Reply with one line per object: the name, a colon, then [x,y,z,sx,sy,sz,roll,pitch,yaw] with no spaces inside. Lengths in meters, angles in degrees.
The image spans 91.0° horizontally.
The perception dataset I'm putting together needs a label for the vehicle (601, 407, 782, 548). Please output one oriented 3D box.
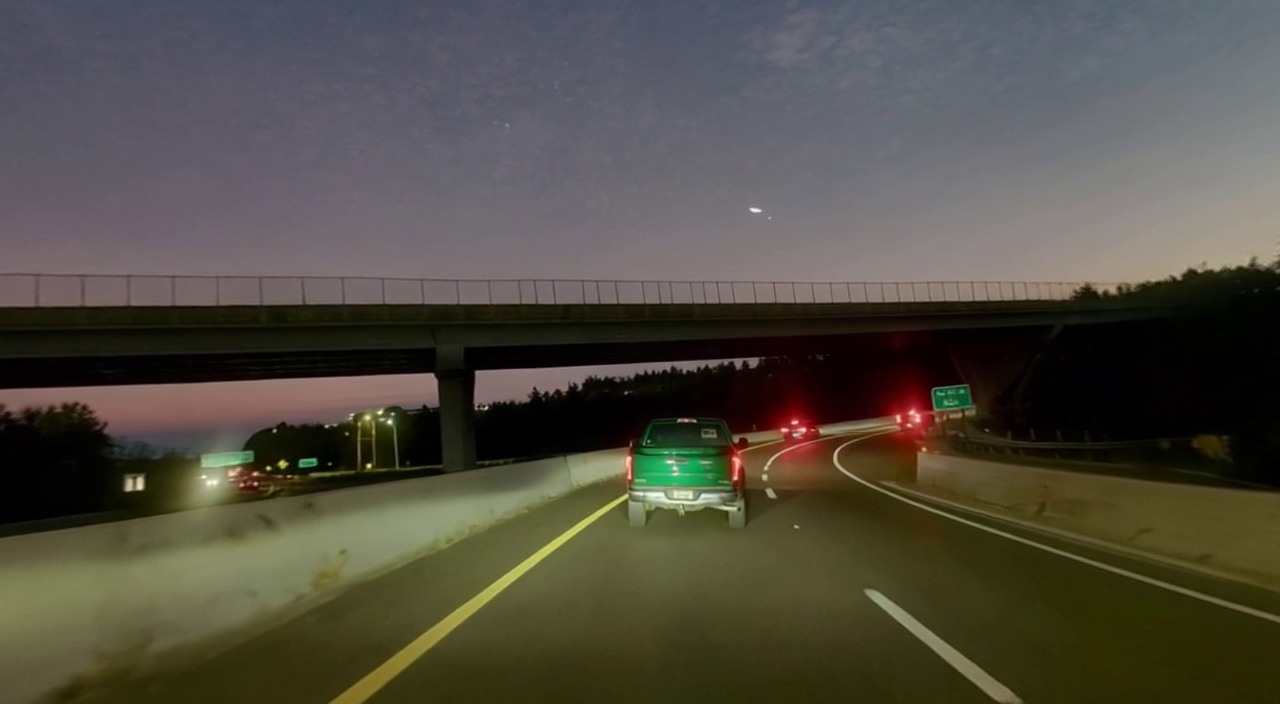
vehicle: [0.829,1.887,10.117,2.235,1.716,4.435,-1,-8,5]
